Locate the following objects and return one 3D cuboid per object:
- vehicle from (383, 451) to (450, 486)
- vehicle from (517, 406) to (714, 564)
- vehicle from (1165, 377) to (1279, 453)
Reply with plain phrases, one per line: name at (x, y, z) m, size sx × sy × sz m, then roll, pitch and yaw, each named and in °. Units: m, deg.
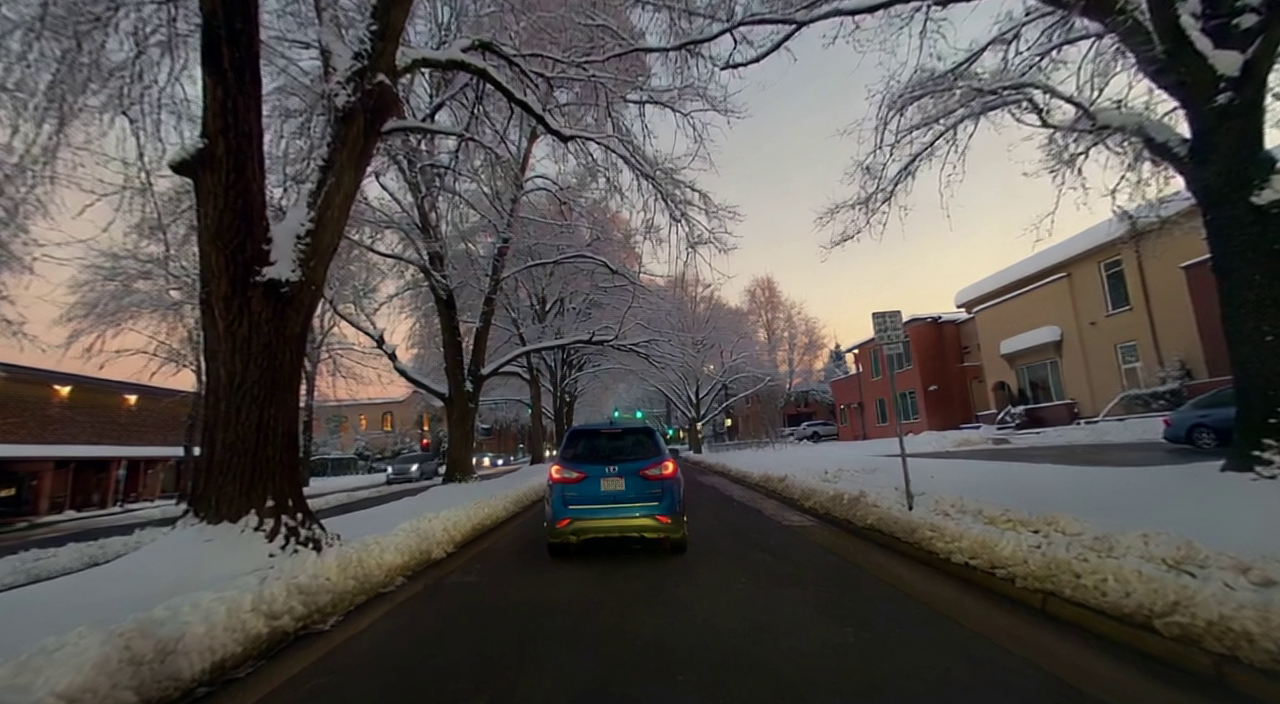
vehicle at (-12.244, 6.368, 34.904) m, size 1.971 × 1.718 × 4.539 m, roll 0°, pitch -8°, yaw 1°
vehicle at (-0.254, 1.748, 8.917) m, size 2.136 × 1.703 × 3.910 m, roll 0°, pitch -8°, yaw 0°
vehicle at (13.893, 1.318, 13.051) m, size 4.270 × 1.486 × 2.042 m, roll -5°, pitch -10°, yaw 29°
